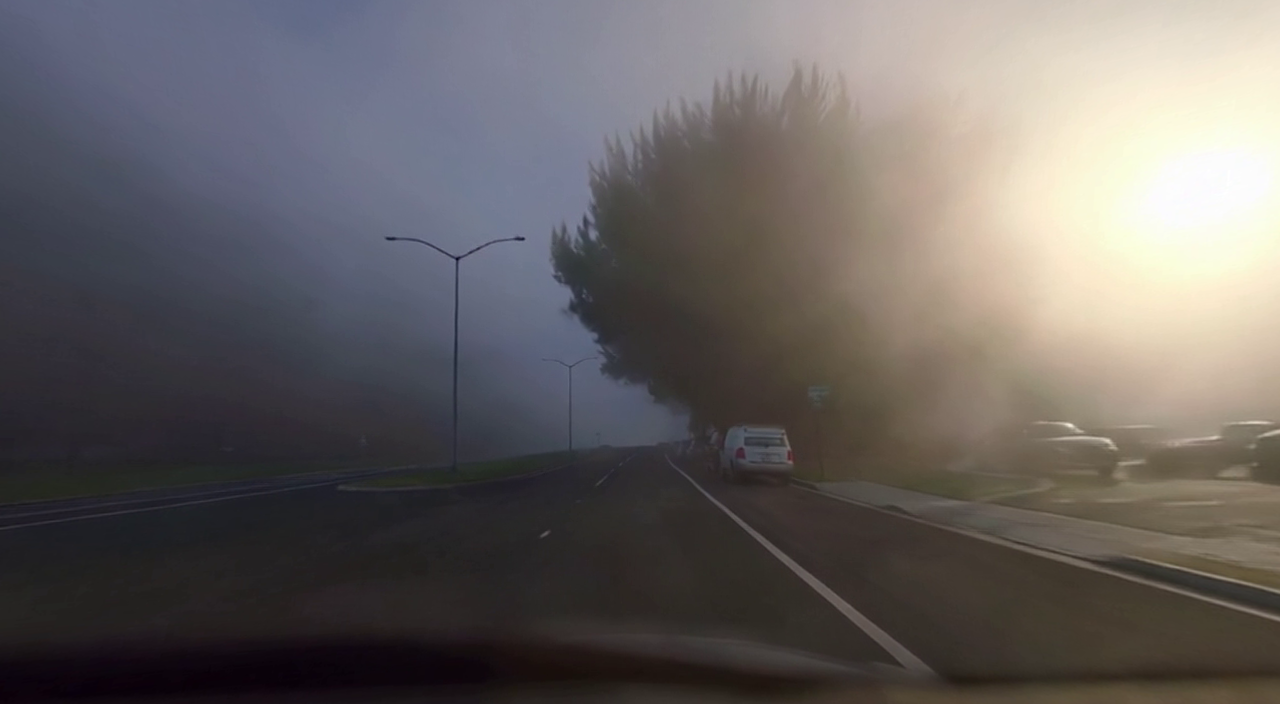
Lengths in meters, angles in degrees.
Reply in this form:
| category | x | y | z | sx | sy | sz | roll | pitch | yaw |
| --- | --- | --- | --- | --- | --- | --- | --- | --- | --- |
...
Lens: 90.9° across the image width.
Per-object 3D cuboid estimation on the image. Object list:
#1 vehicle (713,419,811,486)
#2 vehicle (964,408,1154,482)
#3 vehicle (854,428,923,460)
| category | x | y | z | sx | sy | sz | roll | pitch | yaw |
| --- | --- | --- | --- | --- | --- | --- | --- | --- | --- |
| vehicle | 3.641 | 3.090 | 19.697 | 2.144 | 1.848 | 4.159 | 0 | -8 | -1 |
| vehicle | 11.473 | 2.595 | 17.789 | 2.220 | 1.798 | 4.427 | 0 | -8 | -1 |
| vehicle | 14.474 | 5.404 | 37.096 | 2.227 | 1.720 | 4.959 | 0 | -8 | 3 |
